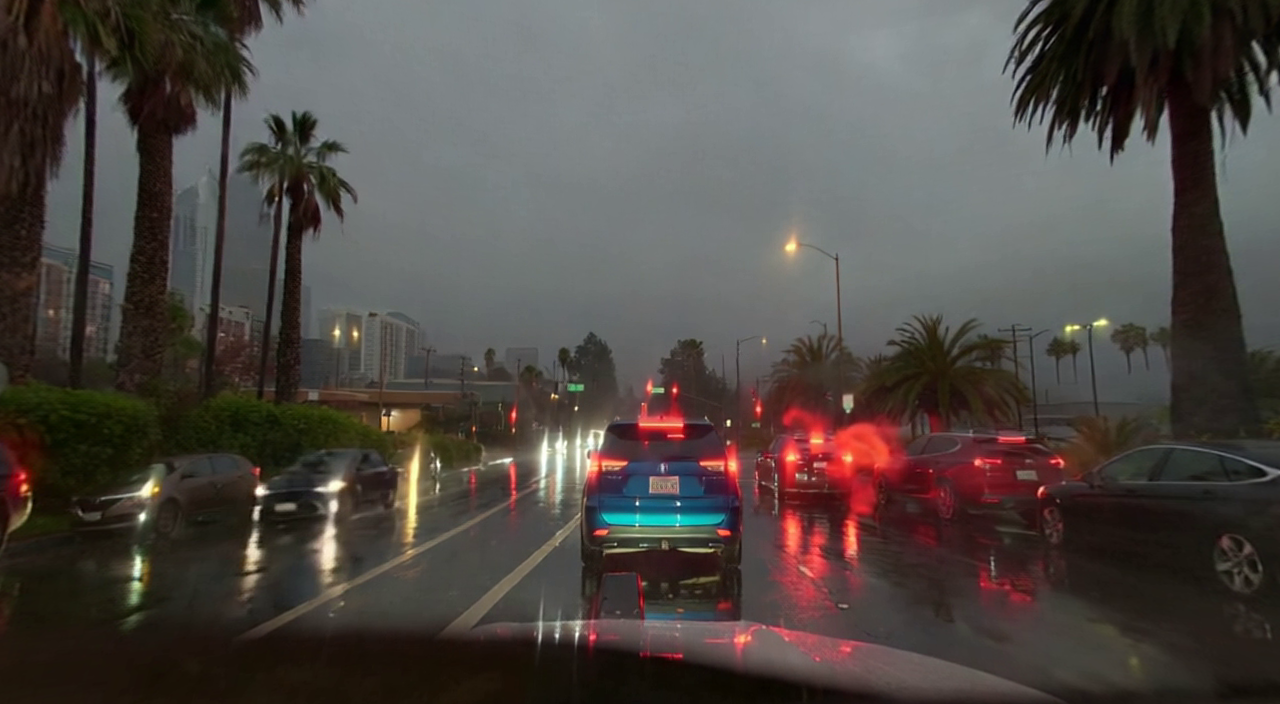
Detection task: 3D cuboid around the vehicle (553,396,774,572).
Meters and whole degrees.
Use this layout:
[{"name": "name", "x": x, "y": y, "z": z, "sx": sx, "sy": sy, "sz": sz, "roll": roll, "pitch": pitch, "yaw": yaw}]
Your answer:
[{"name": "vehicle", "x": 0.265, "y": 1.674, "z": 8.717, "sx": 2.264, "sy": 1.798, "sz": 4.258, "roll": 0, "pitch": -8, "yaw": 1}]

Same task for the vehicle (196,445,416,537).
[{"name": "vehicle", "x": -6.304, "y": 2.626, "z": 12.707, "sx": 1.928, "sy": 1.475, "sz": 4.645, "roll": 0, "pitch": -8, "yaw": -1}]

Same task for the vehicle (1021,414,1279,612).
[{"name": "vehicle", "x": 6.442, "y": 1.598, "z": 6.934, "sx": 1.935, "sy": 1.672, "sz": 4.139, "roll": 0, "pitch": -8, "yaw": 1}]

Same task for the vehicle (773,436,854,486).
[{"name": "vehicle", "x": 6.516, "y": 4.117, "z": 24.170, "sx": 1.948, "sy": 1.729, "sz": 4.023, "roll": 0, "pitch": -8, "yaw": 0}]

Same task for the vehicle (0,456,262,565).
[{"name": "vehicle", "x": -9.591, "y": 2.811, "z": 11.940, "sx": 2.054, "sy": 1.467, "sz": 4.595, "roll": -3, "pitch": -8, "yaw": 1}]

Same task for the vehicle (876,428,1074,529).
[{"name": "vehicle", "x": 6.665, "y": 2.524, "z": 13.246, "sx": 1.930, "sy": 1.736, "sz": 4.329, "roll": -1, "pitch": -8, "yaw": 3}]
